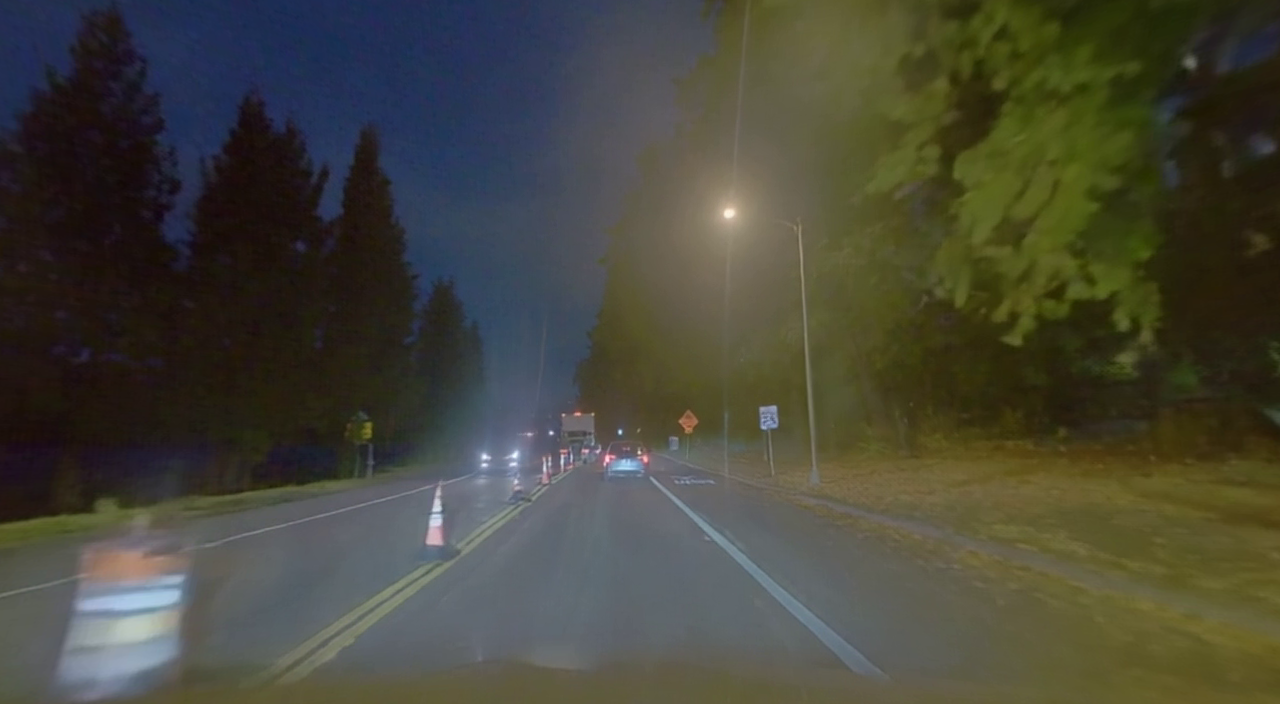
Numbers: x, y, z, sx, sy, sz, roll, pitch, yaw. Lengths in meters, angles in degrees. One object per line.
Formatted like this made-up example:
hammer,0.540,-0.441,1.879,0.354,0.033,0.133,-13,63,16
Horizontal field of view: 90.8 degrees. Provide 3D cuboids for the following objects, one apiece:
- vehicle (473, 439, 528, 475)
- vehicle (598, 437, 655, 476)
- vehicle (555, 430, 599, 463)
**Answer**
vehicle,-6.287,4.779,28.963,2.019,1.492,4.091,1,-8,-6
vehicle,-0.574,4.298,26.277,2.186,1.463,4.356,0,-8,-2
vehicle,-4.281,6.358,42.647,2.671,2.053,6.074,1,-9,-6
